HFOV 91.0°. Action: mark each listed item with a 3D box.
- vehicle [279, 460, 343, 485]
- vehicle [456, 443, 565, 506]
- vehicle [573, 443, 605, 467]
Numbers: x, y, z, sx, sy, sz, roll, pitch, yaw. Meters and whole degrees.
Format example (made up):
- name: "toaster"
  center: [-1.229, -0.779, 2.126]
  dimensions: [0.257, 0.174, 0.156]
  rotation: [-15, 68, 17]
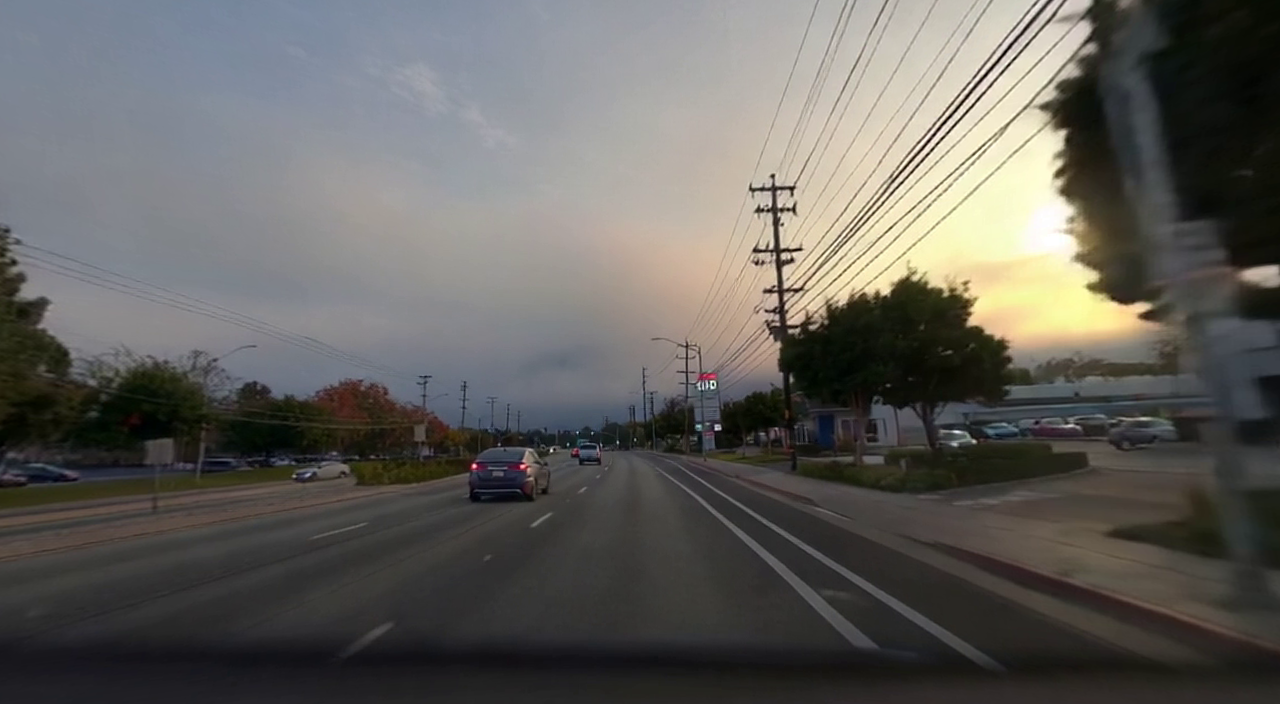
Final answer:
- name: "vehicle"
  center: [-24.736, 9.051, 47.544]
  dimensions: [1.973, 1.695, 4.541]
  rotation: [-1, -9, 7]
- name: "vehicle"
  center: [-3.352, 3.276, 17.267]
  dimensions: [1.942, 1.469, 4.426]
  rotation: [0, -9, 1]
- name: "vehicle"
  center: [-3.803, 7.754, 47.525]
  dimensions: [2.087, 1.736, 4.311]
  rotation: [0, -9, 0]
